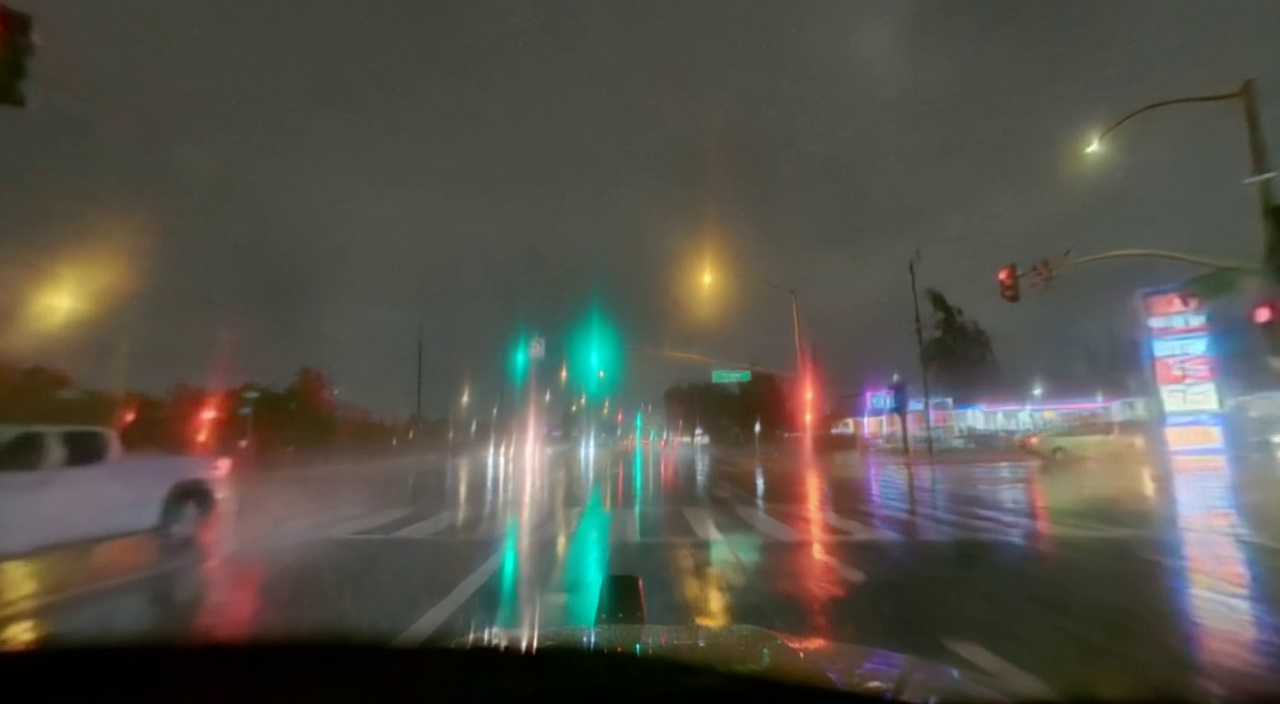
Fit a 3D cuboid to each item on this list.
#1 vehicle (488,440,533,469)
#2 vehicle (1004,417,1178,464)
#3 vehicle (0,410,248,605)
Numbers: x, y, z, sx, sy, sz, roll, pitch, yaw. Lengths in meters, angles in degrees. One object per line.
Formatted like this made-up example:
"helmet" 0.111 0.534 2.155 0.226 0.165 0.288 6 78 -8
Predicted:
"vehicle" -8.516 6.720 41.876 1.946 1.710 5.043 -2 -8 0
"vehicle" 16.464 3.264 23.272 4.727 1.585 2.066 -1 -8 1
"vehicle" -6.643 1.553 6.758 2.074 1.692 4.333 0 -8 0
